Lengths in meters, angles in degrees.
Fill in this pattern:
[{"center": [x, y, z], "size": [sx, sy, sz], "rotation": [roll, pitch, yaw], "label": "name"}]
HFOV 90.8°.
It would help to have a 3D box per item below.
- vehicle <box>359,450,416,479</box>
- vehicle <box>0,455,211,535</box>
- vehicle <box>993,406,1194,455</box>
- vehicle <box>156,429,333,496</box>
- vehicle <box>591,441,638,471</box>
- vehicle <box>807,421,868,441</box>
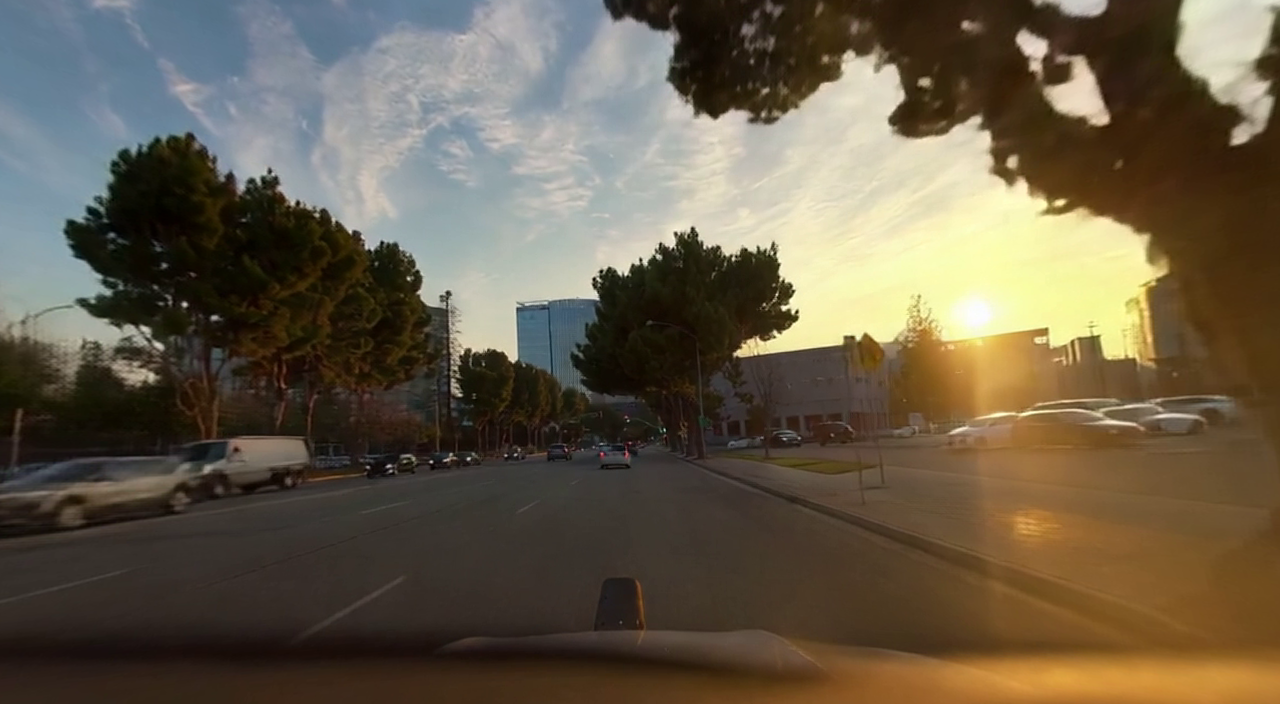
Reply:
[{"center": [-16.741, 7.423, 42.090], "size": [2.016, 1.598, 4.545], "rotation": [-3, -8, -1], "label": "vehicle"}, {"center": [-12.755, 3.250, 14.990], "size": [2.013, 1.498, 4.474], "rotation": [0, -8, 0], "label": "vehicle"}, {"center": [13.995, 2.483, 19.715], "size": [4.739, 1.424, 1.936], "rotation": [0, -8, 0], "label": "vehicle"}, {"center": [-17.764, 4.975, 29.121], "size": [2.599, 2.675, 7.177], "rotation": [-1, -8, 10], "label": "vehicle"}, {"center": [-1.317, 5.628, 34.442], "size": [2.235, 1.500, 4.420], "rotation": [0, -8, 2], "label": "vehicle"}, {"center": [15.478, 6.210, 49.629], "size": [3.956, 1.504, 2.170], "rotation": [2, -8, -9], "label": "vehicle"}]
